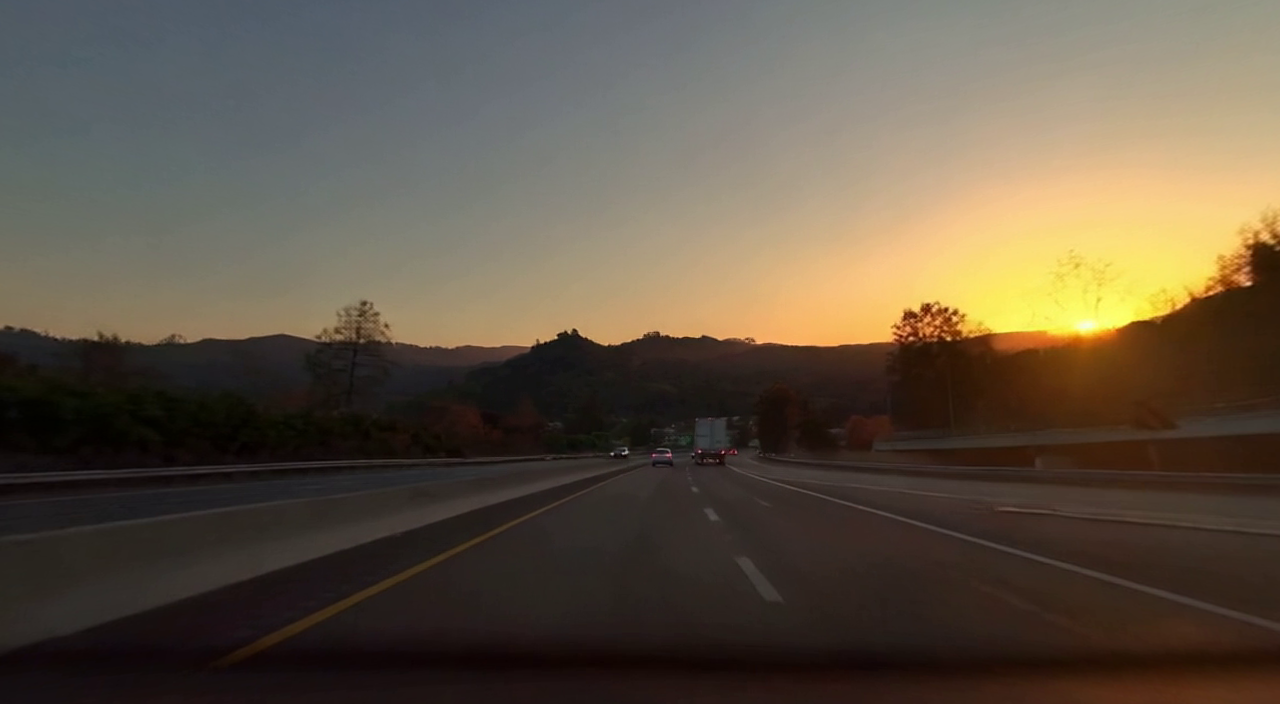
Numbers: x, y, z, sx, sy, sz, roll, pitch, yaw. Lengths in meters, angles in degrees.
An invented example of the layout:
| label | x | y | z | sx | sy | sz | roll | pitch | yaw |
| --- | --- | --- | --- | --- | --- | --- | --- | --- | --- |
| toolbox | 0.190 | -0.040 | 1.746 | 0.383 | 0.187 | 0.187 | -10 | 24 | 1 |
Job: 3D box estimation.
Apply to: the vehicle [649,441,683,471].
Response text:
| label | x | y | z | sx | sy | sz | roll | pitch | yaw |
| --- | --- | --- | --- | --- | --- | --- | --- | --- | --- |
| vehicle | 2.017 | 7.806 | 47.378 | 2.271 | 2.049 | 4.894 | -1 | -9 | 5 |
